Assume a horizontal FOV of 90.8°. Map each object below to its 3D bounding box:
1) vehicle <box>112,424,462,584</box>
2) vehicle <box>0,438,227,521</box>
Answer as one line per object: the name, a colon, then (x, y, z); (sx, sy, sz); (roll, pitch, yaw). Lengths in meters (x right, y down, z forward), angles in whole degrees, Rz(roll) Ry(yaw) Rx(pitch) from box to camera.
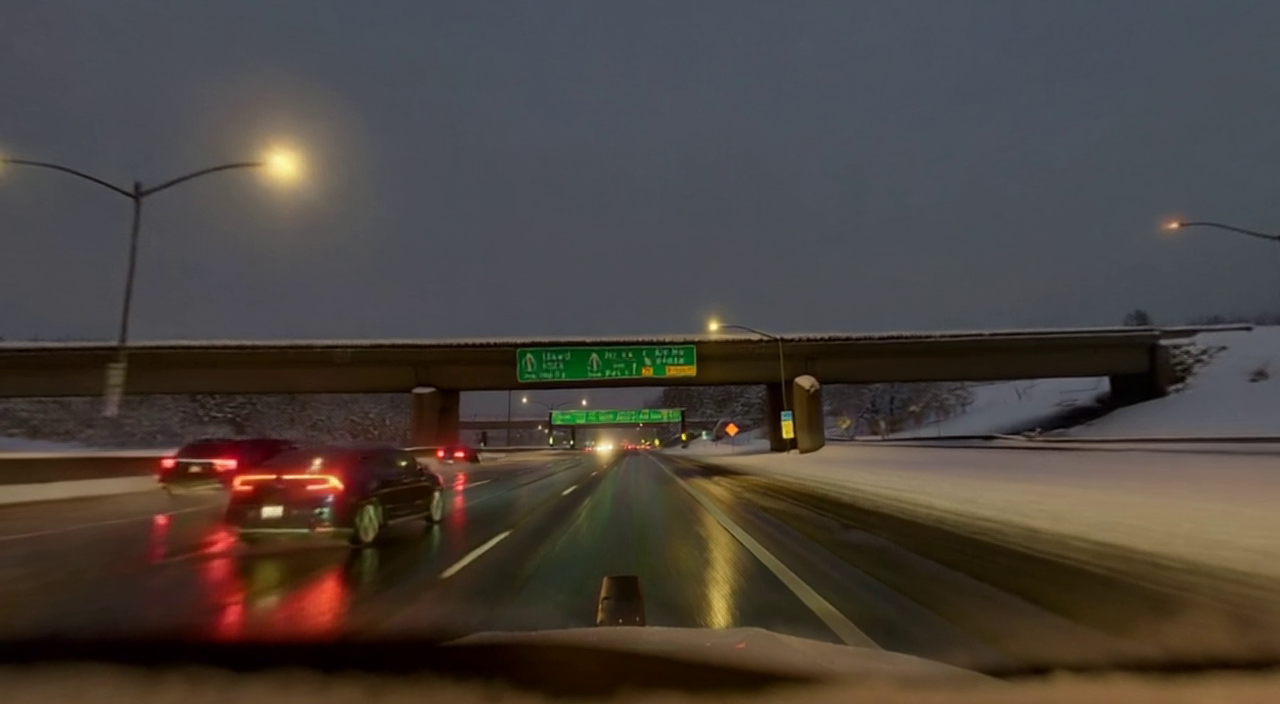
vehicle: (-4.049, 1.799, 8.400); (2.051, 1.516, 4.493); (0, -8, 0)
vehicle: (-11.576, 2.662, 13.842); (1.928, 1.472, 4.646); (0, -8, 0)
